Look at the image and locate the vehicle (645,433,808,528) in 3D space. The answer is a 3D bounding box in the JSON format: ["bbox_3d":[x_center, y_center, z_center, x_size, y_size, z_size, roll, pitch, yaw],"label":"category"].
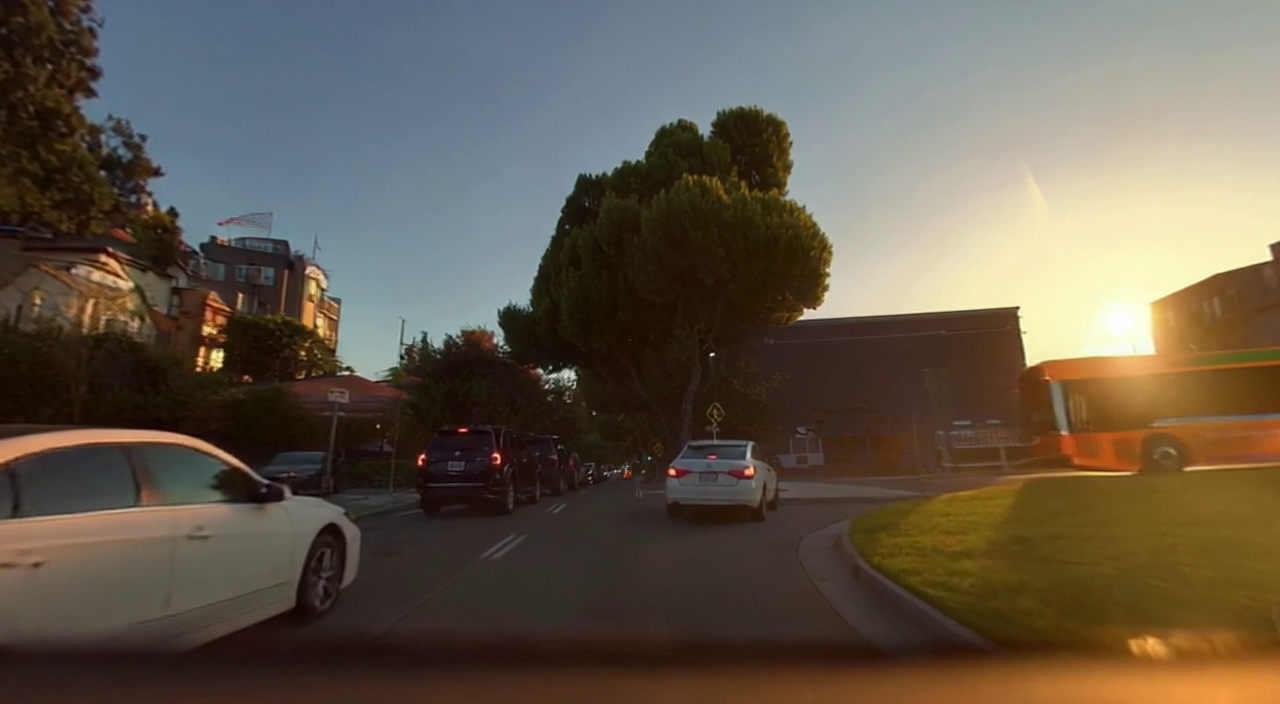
[{"bbox_3d":[1.830,2.359,12.185,2.020,1.478,3.922,-4,-9,25],"label":"vehicle"}]

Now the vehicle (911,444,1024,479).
[{"bbox_3d":[15.157,5.093,29.285,4.422,1.457,1.882,-6,-10,28],"label":"vehicle"}]

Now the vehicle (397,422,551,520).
[{"bbox_3d":[-3.357,2.509,13.850,2.017,1.761,4.572,0,-8,2],"label":"vehicle"}]

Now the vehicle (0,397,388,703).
[{"bbox_3d":[-3.343,1.033,3.160,1.953,1.480,4.522,-1,-8,5],"label":"vehicle"}]

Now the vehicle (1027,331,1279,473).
[{"bbox_3d":[15.930,1.316,15.843,9.977,3.303,2.948,-4,-9,21],"label":"vehicle"}]
